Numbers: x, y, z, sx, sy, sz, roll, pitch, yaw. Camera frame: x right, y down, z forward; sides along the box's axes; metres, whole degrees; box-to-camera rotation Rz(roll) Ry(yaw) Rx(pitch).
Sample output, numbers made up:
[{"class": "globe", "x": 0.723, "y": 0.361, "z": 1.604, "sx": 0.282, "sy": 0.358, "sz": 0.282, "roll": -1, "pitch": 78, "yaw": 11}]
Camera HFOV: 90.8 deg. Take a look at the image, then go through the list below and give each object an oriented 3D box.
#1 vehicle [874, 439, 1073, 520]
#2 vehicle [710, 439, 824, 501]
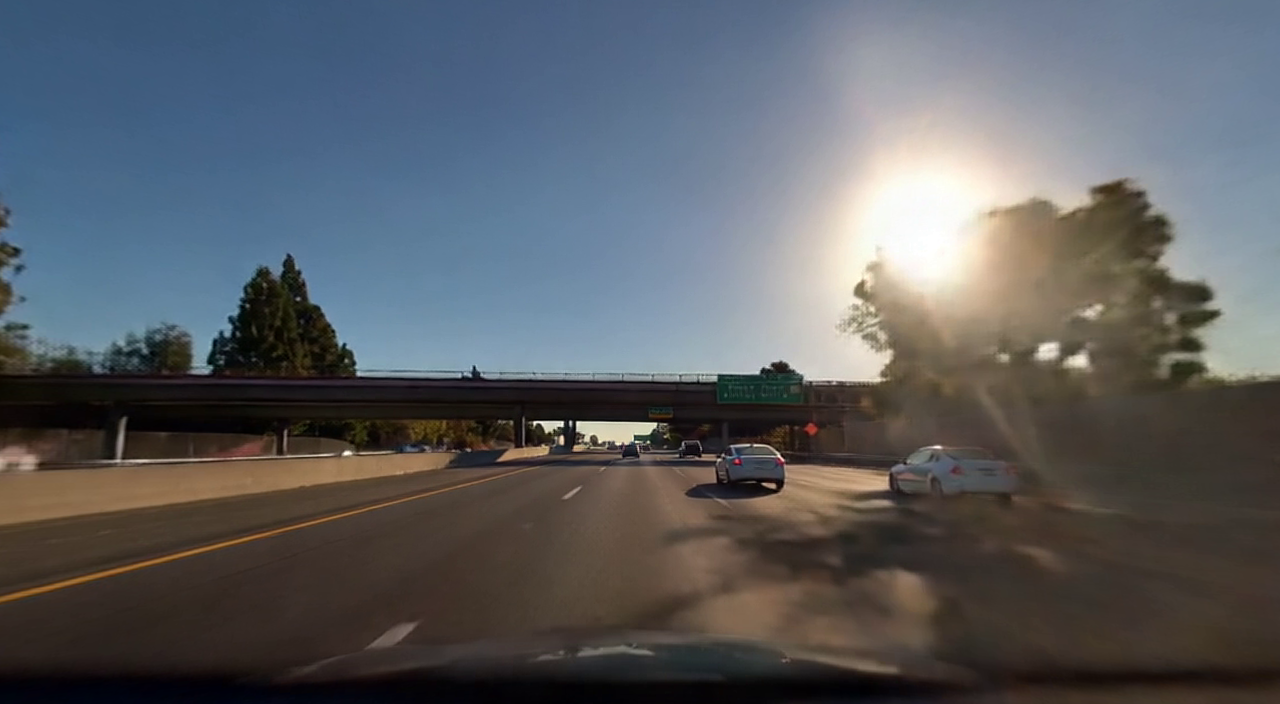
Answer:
[{"class": "vehicle", "x": 7.174, "y": 2.755, "z": 14.264, "sx": 1.946, "sy": 1.497, "sz": 4.467, "roll": 0, "pitch": -9, "yaw": -2}, {"class": "vehicle", "x": 3.295, "y": 3.159, "z": 17.396, "sx": 2.076, "sy": 1.472, "sz": 4.562, "roll": 0, "pitch": -9, "yaw": -1}]
